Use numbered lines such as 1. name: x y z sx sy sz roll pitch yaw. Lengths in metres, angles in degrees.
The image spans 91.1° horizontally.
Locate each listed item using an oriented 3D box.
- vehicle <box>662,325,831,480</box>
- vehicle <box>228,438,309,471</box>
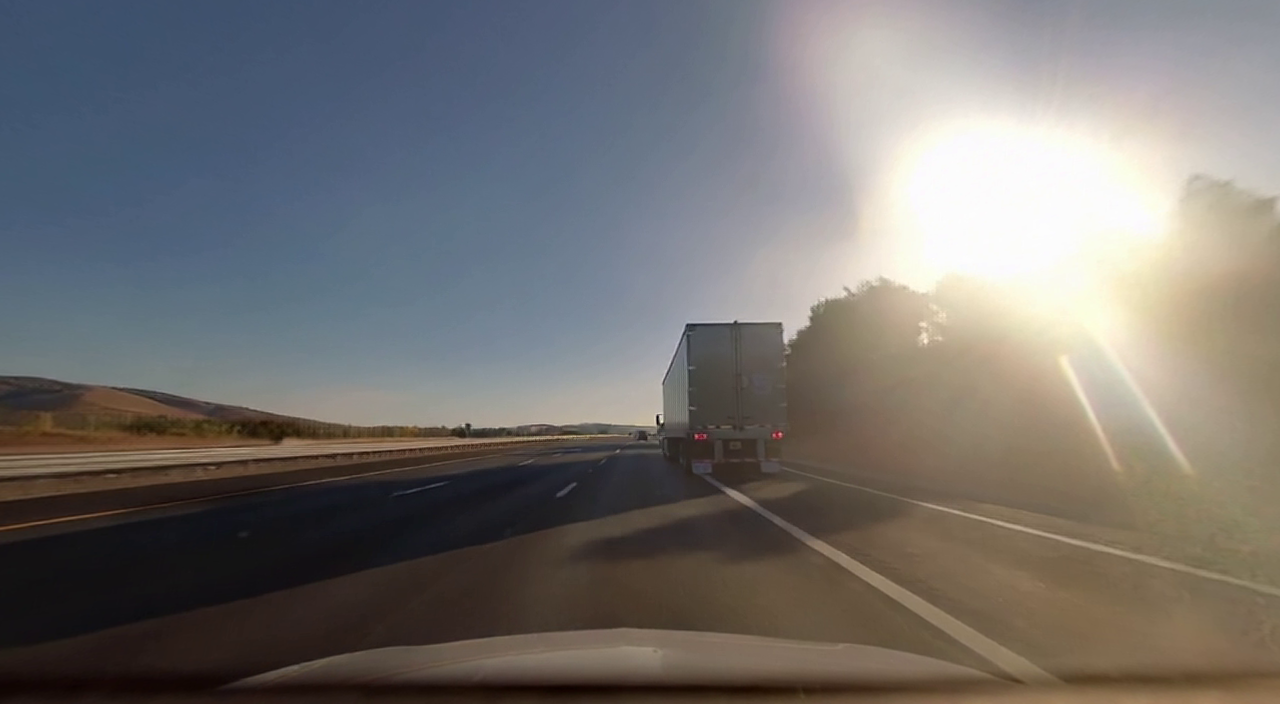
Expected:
1. vehicle: 2.737 1.987 21.089 3.446 3.698 12.089 0 -8 0
2. vehicle: -22.373 6.142 38.101 2.037 1.830 4.722 0 -8 0
